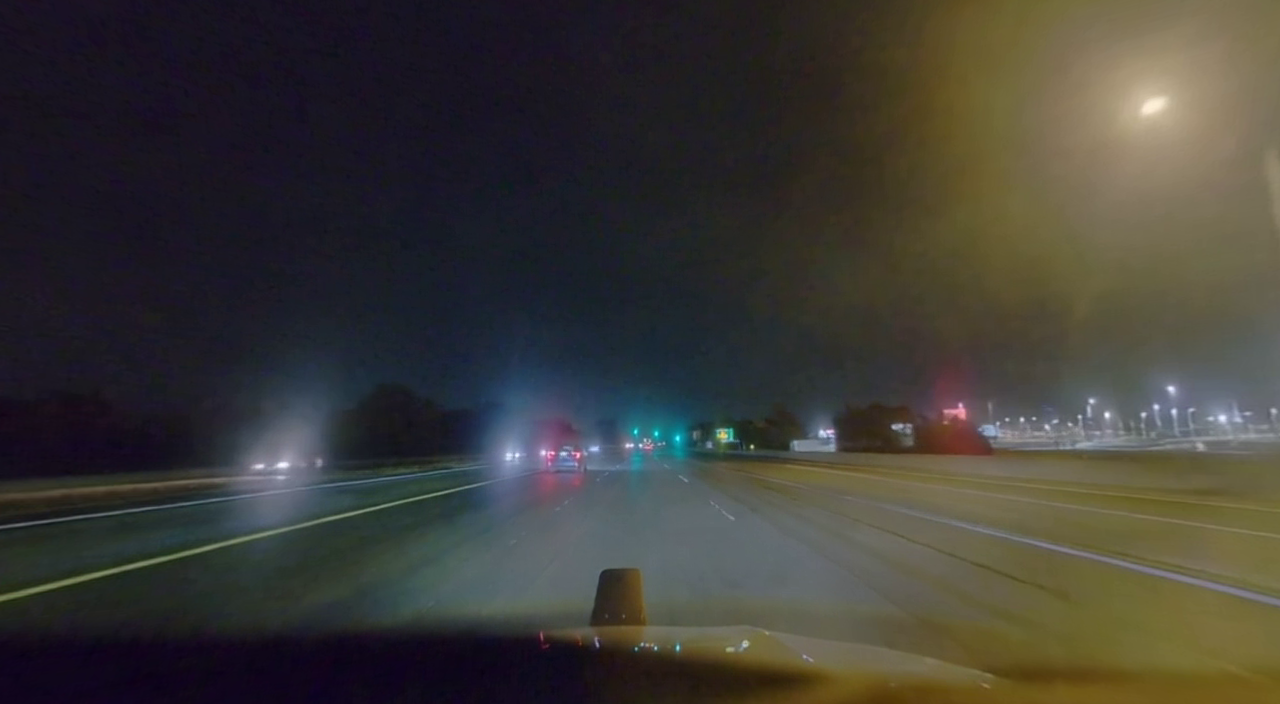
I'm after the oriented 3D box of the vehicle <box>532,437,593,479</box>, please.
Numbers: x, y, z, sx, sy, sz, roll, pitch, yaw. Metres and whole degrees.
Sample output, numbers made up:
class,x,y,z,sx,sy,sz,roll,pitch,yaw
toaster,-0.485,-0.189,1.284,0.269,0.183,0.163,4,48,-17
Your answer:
class,x,y,z,sx,sy,sz,roll,pitch,yaw
vehicle,-3.354,4.661,28.027,2.072,1.706,4.359,0,-8,1

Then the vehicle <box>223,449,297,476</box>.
class,x,y,z,sx,sy,sz,roll,pitch,yaw
vehicle,-25.390,7.375,42.401,1.953,1.706,4.797,0,-8,0
